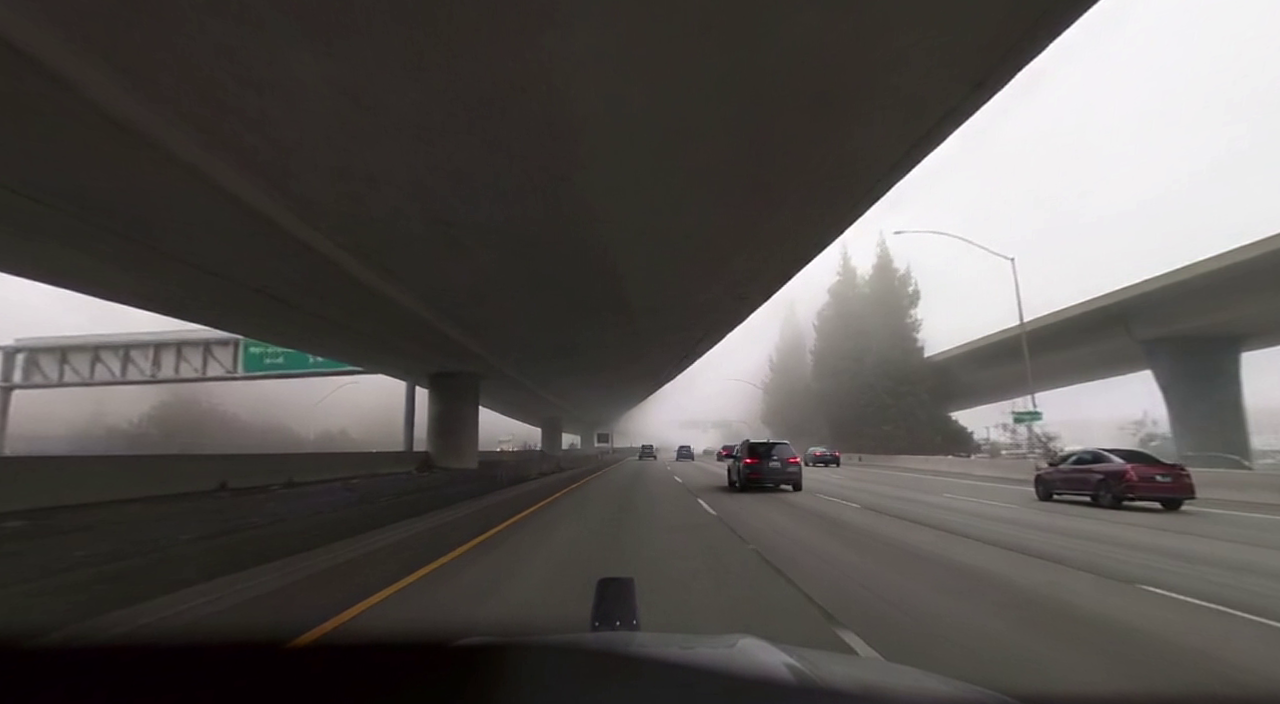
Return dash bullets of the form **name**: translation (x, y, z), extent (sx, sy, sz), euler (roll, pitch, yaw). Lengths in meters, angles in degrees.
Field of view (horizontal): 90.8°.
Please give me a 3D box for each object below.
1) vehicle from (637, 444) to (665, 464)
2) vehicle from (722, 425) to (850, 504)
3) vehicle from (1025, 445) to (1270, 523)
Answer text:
- **vehicle**: translation (0.843, 7.806, 48.516), extent (2.046, 1.475, 3.784), euler (-1, -9, 2)
- **vehicle**: translation (3.630, 2.915, 16.801), extent (2.226, 1.779, 4.835), euler (0, -9, 0)
- **vehicle**: translation (10.967, 2.831, 14.184), extent (1.827, 1.448, 4.370), euler (0, -9, -1)
